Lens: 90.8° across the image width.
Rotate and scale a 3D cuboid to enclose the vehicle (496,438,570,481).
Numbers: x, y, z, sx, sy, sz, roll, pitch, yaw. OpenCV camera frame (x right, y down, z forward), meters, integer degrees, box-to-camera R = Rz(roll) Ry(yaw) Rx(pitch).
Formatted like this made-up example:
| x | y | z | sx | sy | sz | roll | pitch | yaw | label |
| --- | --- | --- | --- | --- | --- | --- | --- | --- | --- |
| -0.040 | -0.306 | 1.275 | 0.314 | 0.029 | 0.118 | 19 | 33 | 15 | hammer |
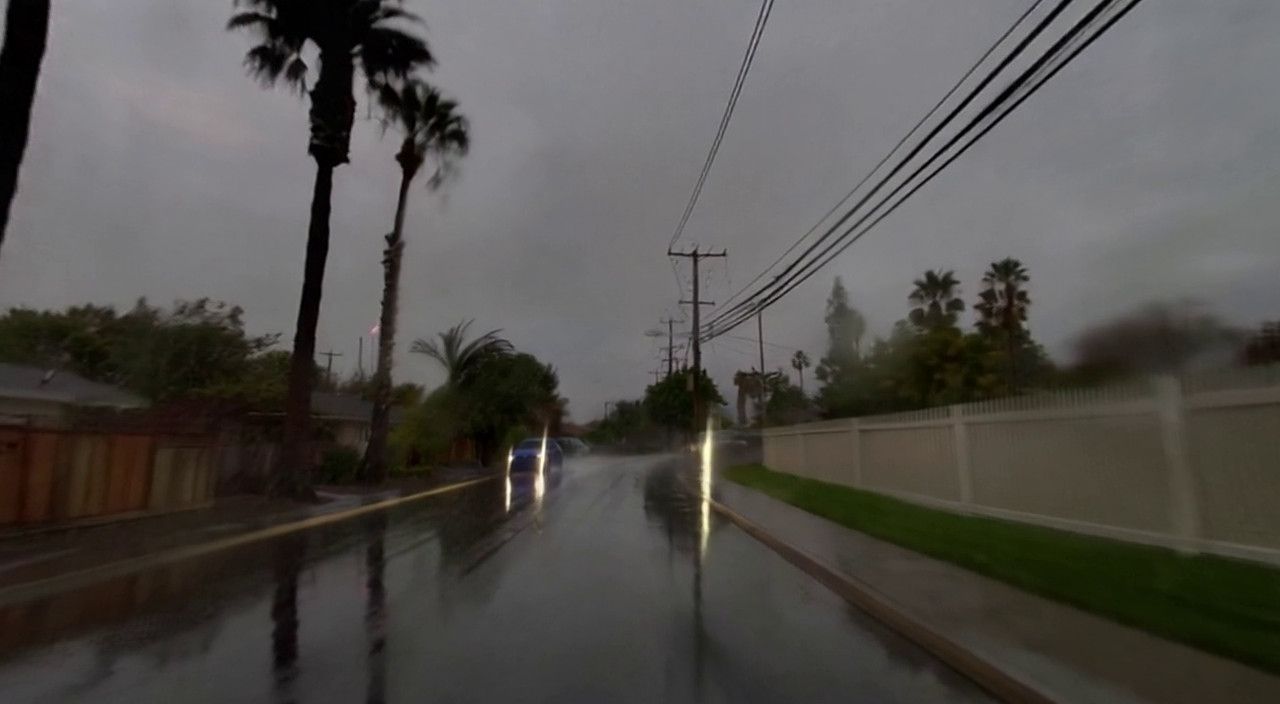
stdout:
| x | y | z | sx | sy | sz | roll | pitch | yaw | label |
| --- | --- | --- | --- | --- | --- | --- | --- | --- | --- |
| -4.762 | 4.867 | 28.909 | 2.208 | 1.758 | 4.529 | -1 | -8 | 6 | vehicle |
